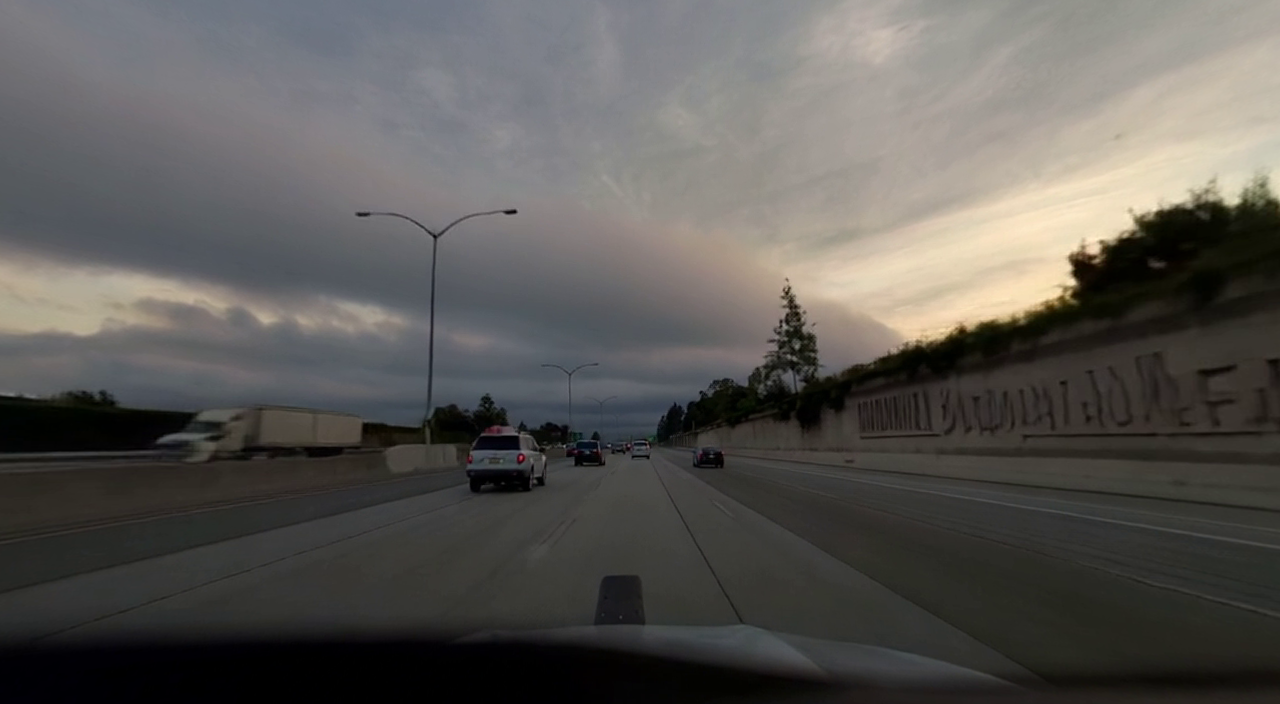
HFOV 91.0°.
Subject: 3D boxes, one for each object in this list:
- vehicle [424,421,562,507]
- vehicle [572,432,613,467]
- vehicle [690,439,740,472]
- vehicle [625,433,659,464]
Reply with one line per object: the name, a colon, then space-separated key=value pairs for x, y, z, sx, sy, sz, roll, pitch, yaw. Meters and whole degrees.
vehicle: x=-3.484 y=2.813 z=16.267 sx=2.184 sy=1.819 sz=5.441 roll=0 pitch=-9 yaw=1
vehicle: x=-3.128 y=6.544 z=42.356 sx=2.378 sy=2.214 sz=4.352 roll=0 pitch=-9 yaw=0
vehicle: x=4.132 y=5.830 z=35.614 sx=2.224 sy=1.752 sz=4.487 roll=0 pitch=-9 yaw=-1
vehicle: x=0.182 y=7.497 z=49.029 sx=2.485 sy=2.215 sz=5.199 roll=0 pitch=-9 yaw=0
